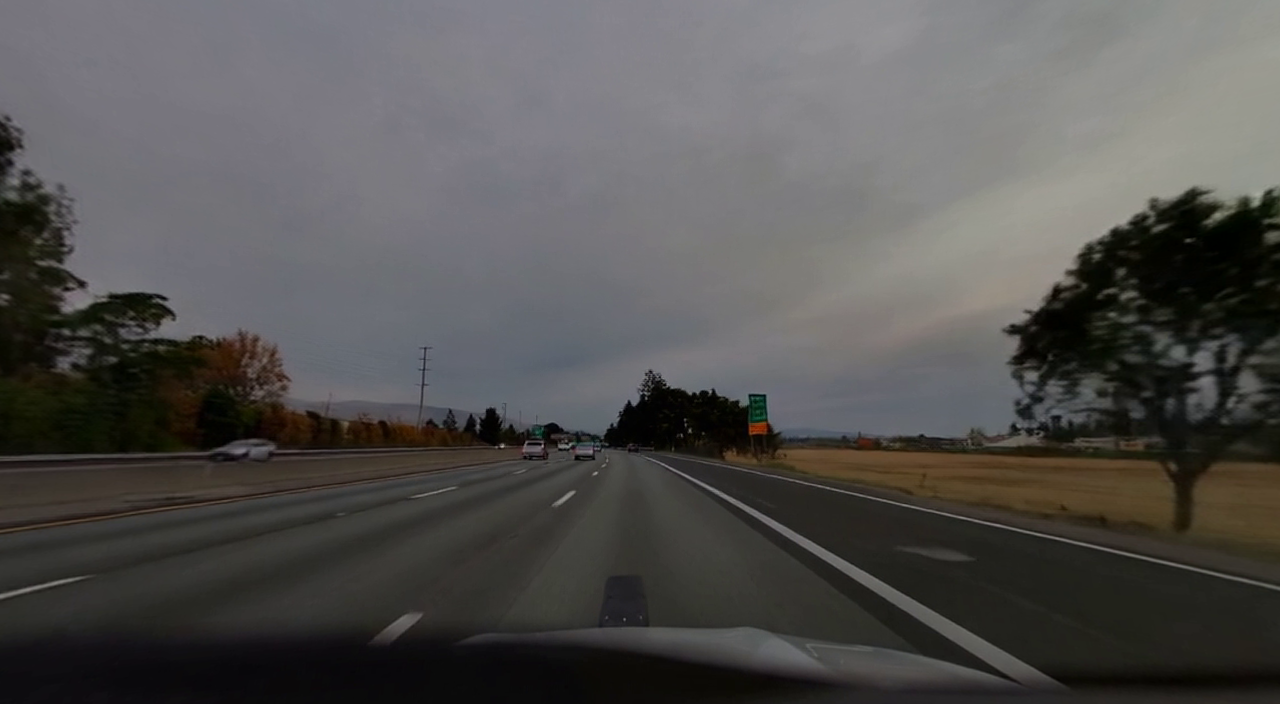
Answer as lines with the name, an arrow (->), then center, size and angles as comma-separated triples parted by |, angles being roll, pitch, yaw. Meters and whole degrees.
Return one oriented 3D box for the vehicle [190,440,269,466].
vehicle -> -25.748, 6.346, 39.596 | 1.901, 1.571, 4.660 | 0, -8, -1
